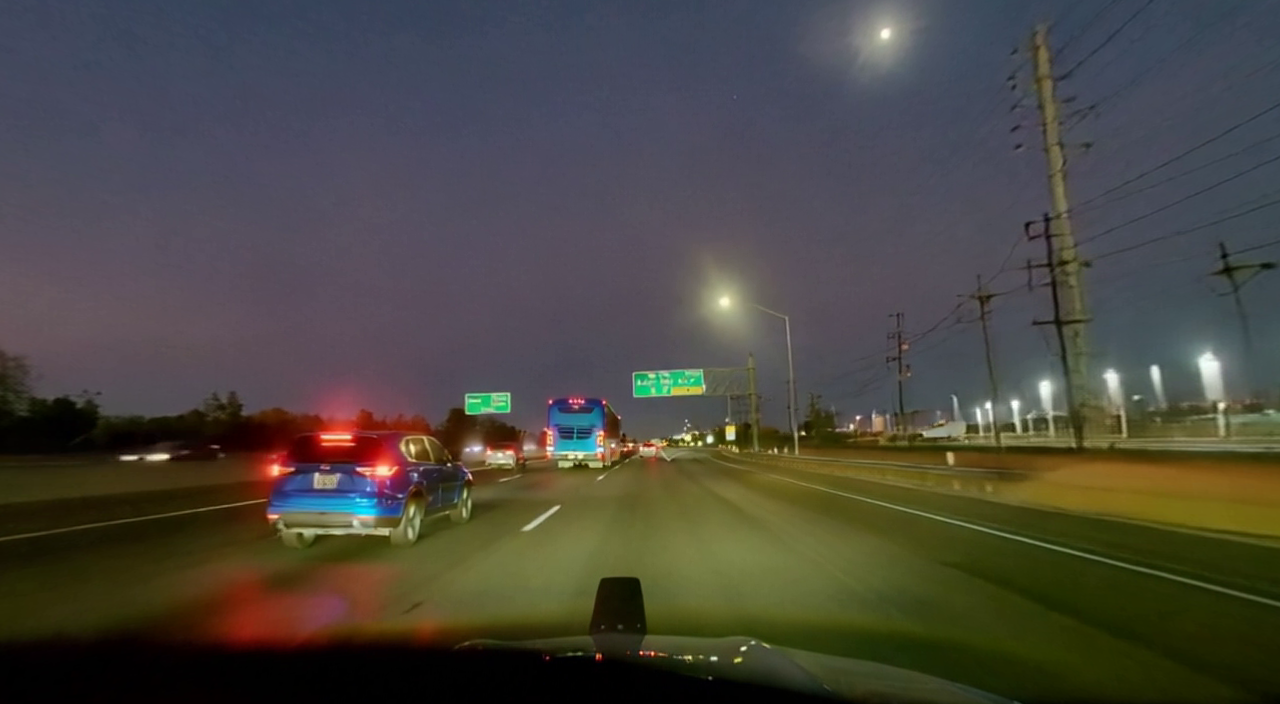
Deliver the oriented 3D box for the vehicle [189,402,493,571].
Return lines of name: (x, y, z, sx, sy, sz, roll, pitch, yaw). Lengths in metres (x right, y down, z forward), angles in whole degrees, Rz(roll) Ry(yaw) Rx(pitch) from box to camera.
vehicle: (-3.592, 1.702, 8.679, 2.021, 1.730, 4.223, 0, -8, 1)

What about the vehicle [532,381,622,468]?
vehicle: (-2.897, 4.097, 33.320, 3.382, 3.712, 11.766, 1, -9, 1)
